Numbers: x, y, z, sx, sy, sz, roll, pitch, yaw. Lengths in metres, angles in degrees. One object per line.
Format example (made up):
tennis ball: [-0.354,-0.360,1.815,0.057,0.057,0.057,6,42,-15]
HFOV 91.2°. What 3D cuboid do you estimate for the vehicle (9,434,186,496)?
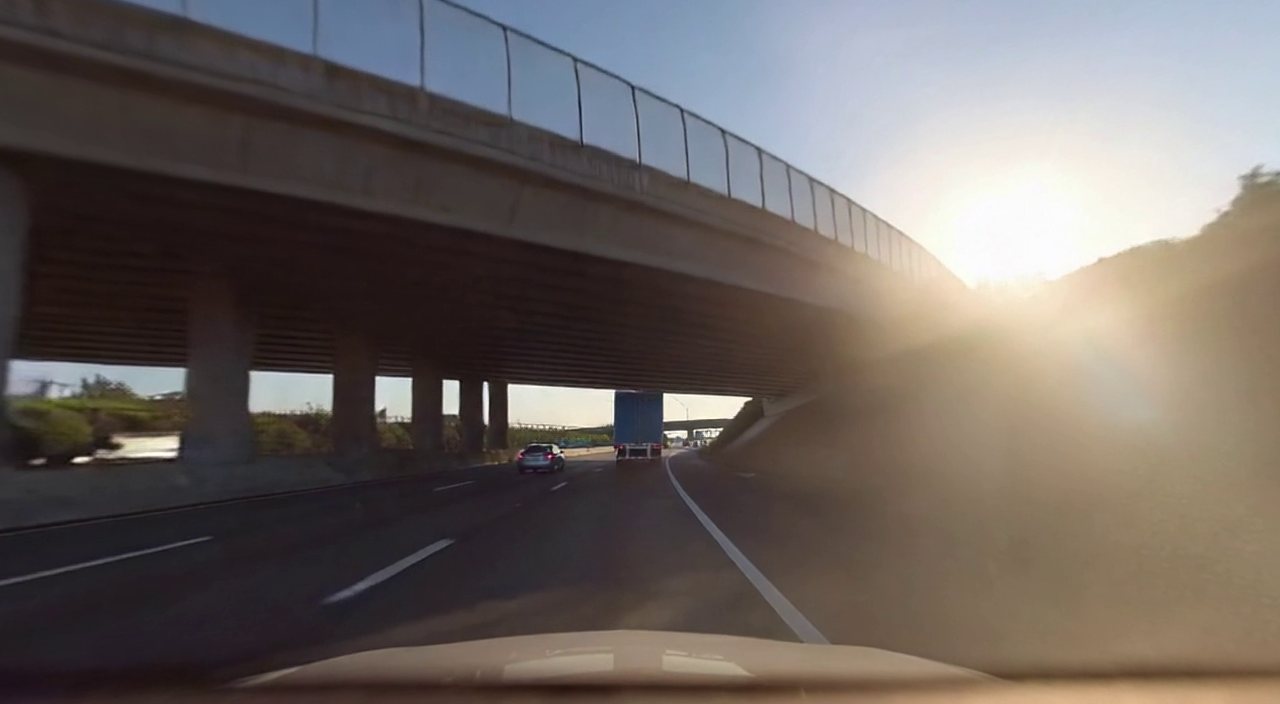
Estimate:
vehicle: [-24.040,5.011,28.279,2.274,2.431,6.163,-1,-9,2]

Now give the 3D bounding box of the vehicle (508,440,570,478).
vehicle: [-4.192,4.527,26.684,1.895,1.500,3.808,0,-9,2]

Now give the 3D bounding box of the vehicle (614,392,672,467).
vehicle: [0.275,5.042,39.729,3.123,4.094,10.812,0,-9,1]
